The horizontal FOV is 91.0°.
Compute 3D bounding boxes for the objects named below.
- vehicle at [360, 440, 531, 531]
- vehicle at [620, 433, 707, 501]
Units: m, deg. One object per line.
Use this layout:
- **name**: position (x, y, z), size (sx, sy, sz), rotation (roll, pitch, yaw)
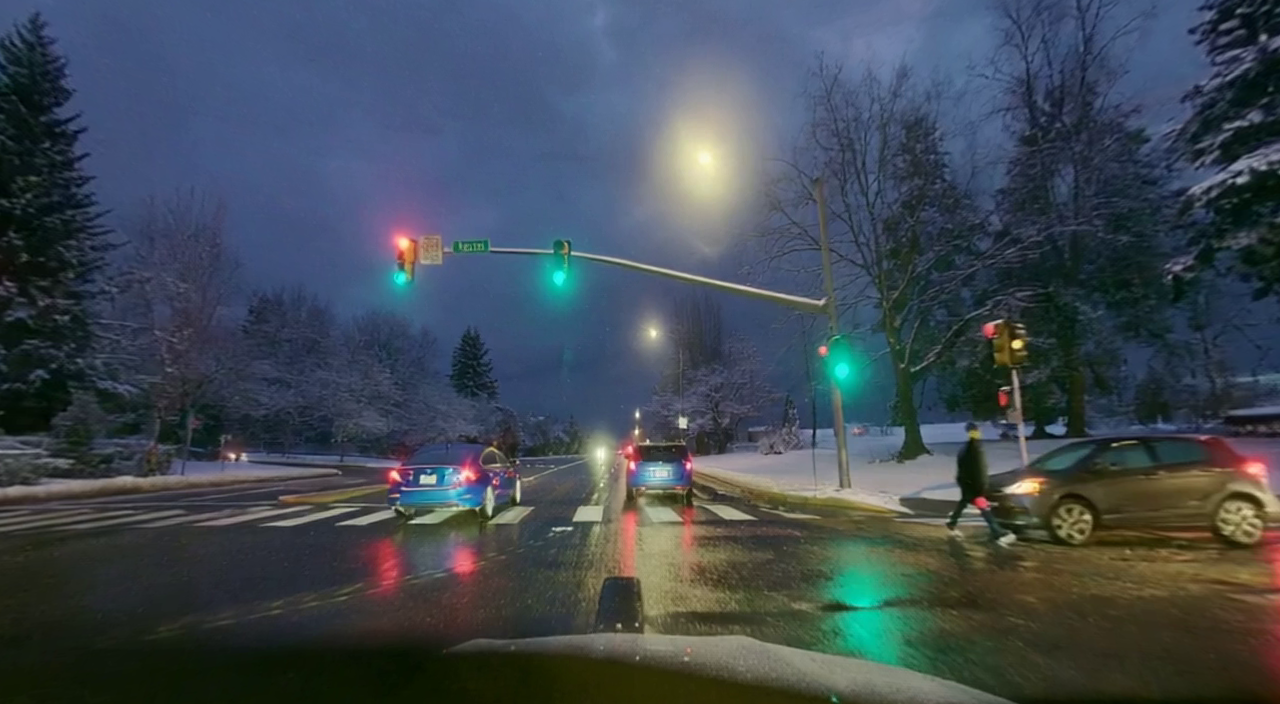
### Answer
- **vehicle**: position (-3.506, 2.468, 12.270), size (2.036, 1.447, 4.044), rotation (0, -8, 0)
- **vehicle**: position (0.563, 3.417, 19.165), size (2.215, 1.799, 4.426), rotation (0, -8, -3)
